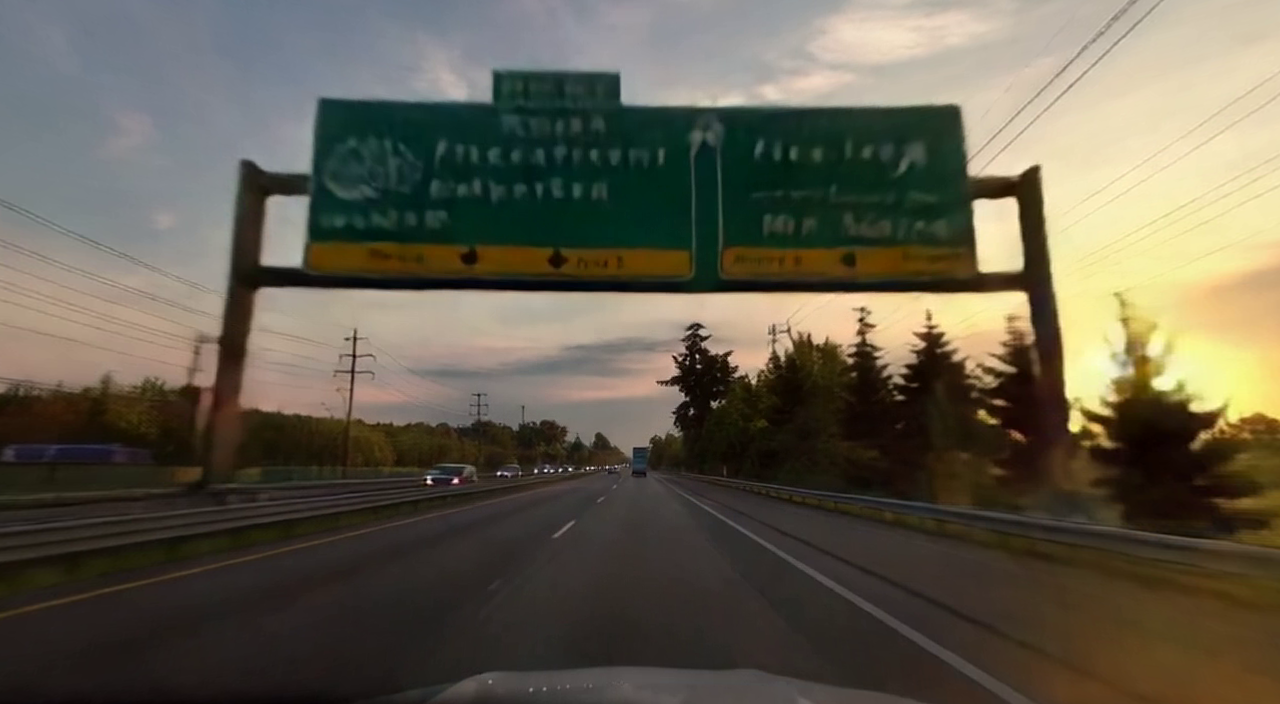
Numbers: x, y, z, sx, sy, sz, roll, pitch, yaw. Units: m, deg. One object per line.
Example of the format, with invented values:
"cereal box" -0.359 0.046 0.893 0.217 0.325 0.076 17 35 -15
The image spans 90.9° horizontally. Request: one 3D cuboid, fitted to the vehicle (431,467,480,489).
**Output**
"vehicle" -12.569 8.601 43.149 1.945 1.434 4.412 1 -10 0
